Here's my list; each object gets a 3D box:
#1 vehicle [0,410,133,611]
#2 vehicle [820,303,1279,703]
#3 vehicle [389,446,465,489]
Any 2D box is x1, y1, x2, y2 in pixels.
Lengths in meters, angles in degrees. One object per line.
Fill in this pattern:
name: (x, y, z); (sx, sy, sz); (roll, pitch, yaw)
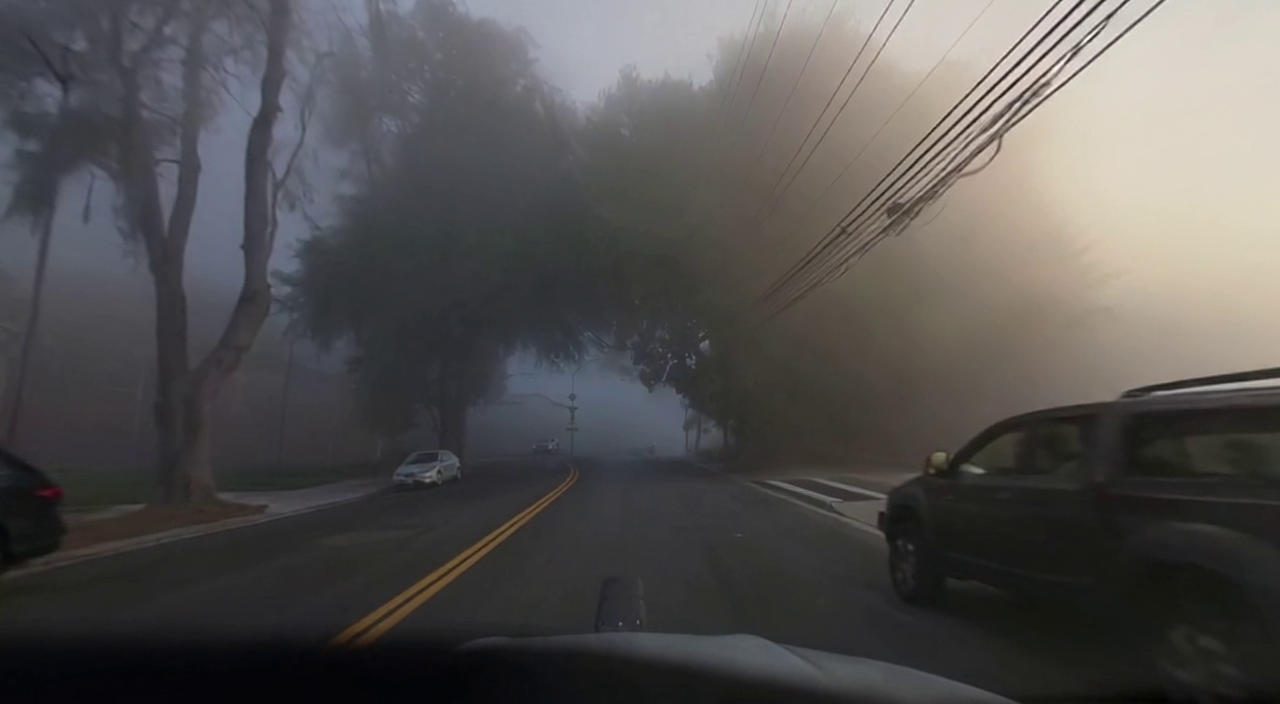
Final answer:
vehicle: (-6.831, 1.225, 4.339); (2.151, 1.789, 5.482); (0, -8, 0)
vehicle: (3.239, 1.054, 4.265); (2.202, 1.805, 5.756); (0, -8, -2)
vehicle: (-7.893, 4.279, 23.864); (1.902, 1.456, 4.451); (1, -9, -8)
